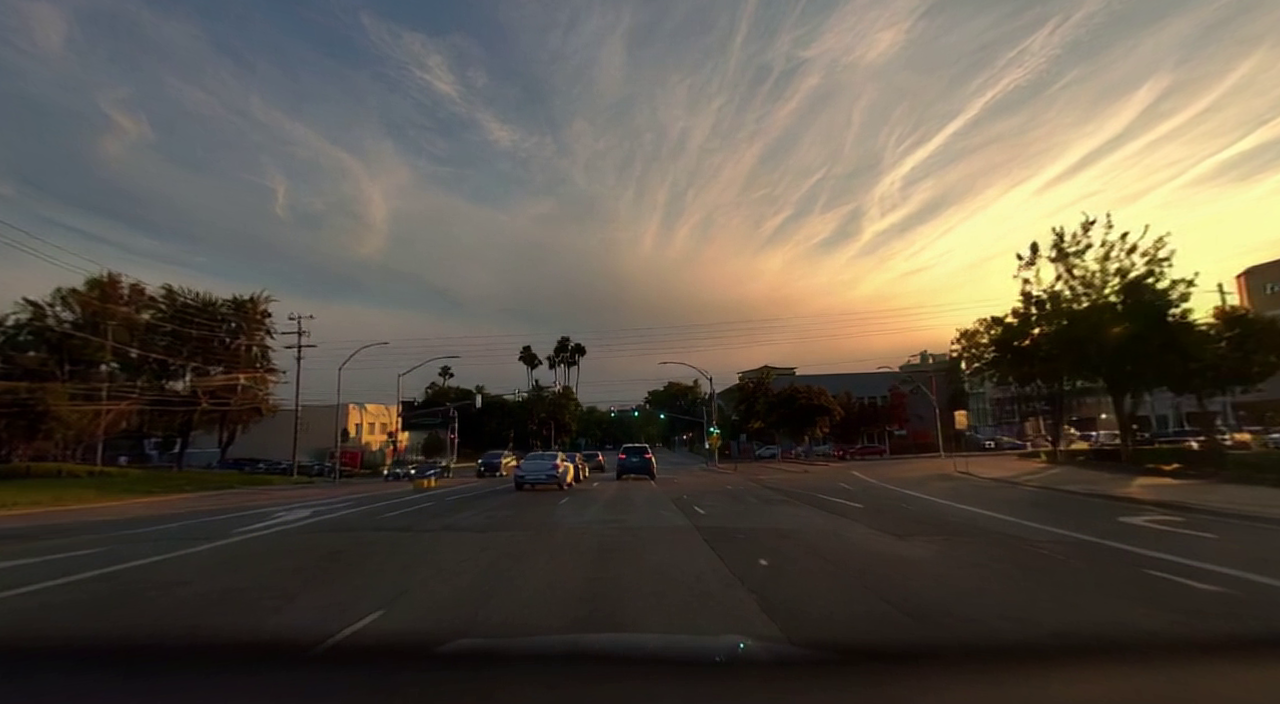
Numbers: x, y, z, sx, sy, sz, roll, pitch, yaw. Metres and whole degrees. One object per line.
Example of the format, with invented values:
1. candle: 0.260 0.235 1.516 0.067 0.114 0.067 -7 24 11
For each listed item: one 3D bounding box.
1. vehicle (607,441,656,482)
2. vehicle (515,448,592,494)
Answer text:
1. vehicle: -0.355 5.338 30.982 2.276 1.850 3.897 0 -8 1
2. vehicle: -3.062 4.312 23.320 2.064 1.464 4.373 0 -8 2
